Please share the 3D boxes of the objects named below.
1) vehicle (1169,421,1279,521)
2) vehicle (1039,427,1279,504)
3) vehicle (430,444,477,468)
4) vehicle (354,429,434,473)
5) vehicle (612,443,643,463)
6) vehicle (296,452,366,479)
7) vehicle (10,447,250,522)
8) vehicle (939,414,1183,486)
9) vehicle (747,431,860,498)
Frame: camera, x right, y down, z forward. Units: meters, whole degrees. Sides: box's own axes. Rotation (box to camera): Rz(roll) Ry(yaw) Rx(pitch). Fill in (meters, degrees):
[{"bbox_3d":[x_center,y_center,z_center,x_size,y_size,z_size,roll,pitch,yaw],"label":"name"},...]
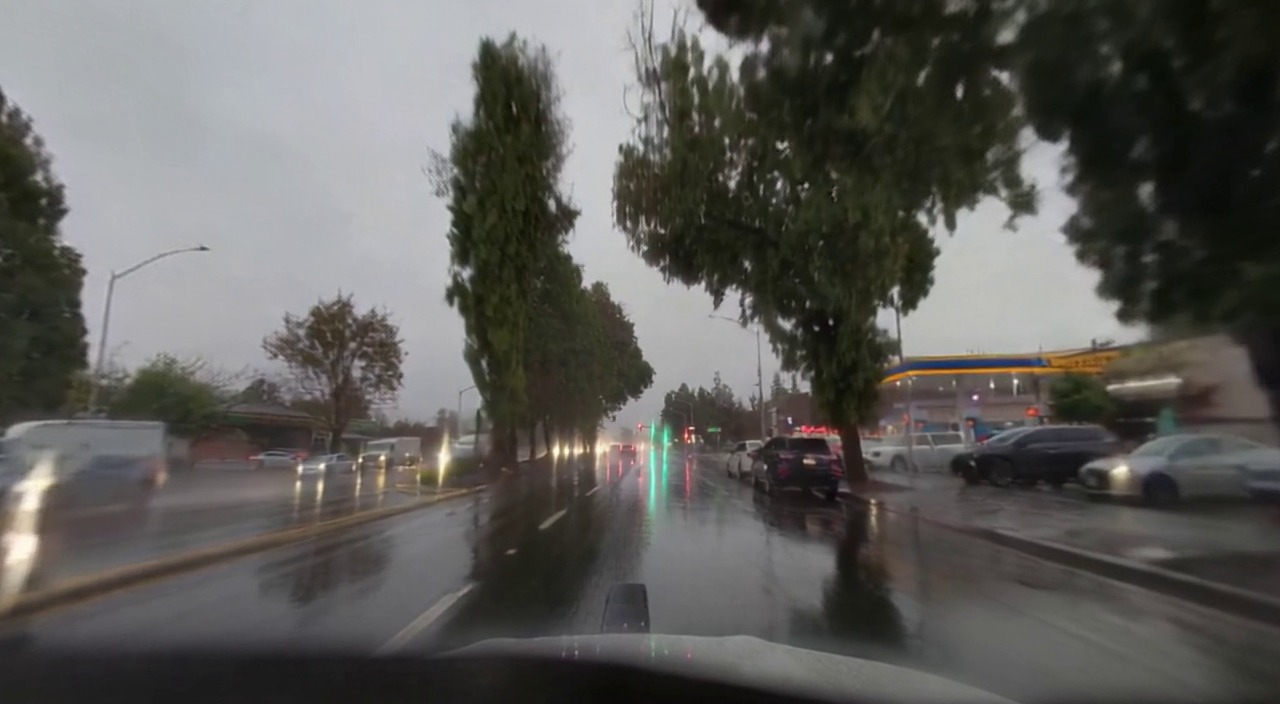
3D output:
[{"bbox_3d":[11.863,1.914,10.410,4.435,1.491,1.882,-1,-8,2],"label":"vehicle"},{"bbox_3d":[11.116,2.322,13.090,4.328,1.455,1.884,-1,-9,1],"label":"vehicle"},{"bbox_3d":[-13.660,7.618,46.418,1.977,1.619,4.612,-1,-9,1],"label":"vehicle"},{"bbox_3d":[-18.051,7.322,46.859,2.837,2.953,7.214,-1,-9,2],"label":"vehicle"},{"bbox_3d":[-0.904,7.561,47.175,1.959,1.406,4.272,-1,-9,3],"label":"vehicle"},{"bbox_3d":[-18.348,6.720,37.692,1.817,1.460,4.524,0,-9,1],"label":"vehicle"},{"bbox_3d":[-11.200,2.895,14.349,1.801,1.407,4.270,-1,-9,2],"label":"vehicle"},{"bbox_3d":[11.981,2.834,18.323,5.404,1.914,2.159,-1,-9,4],"label":"vehicle"},{"bbox_3d":[4.623,3.252,18.594,2.179,1.709,4.512,0,-9,1],"label":"vehicle"}]
